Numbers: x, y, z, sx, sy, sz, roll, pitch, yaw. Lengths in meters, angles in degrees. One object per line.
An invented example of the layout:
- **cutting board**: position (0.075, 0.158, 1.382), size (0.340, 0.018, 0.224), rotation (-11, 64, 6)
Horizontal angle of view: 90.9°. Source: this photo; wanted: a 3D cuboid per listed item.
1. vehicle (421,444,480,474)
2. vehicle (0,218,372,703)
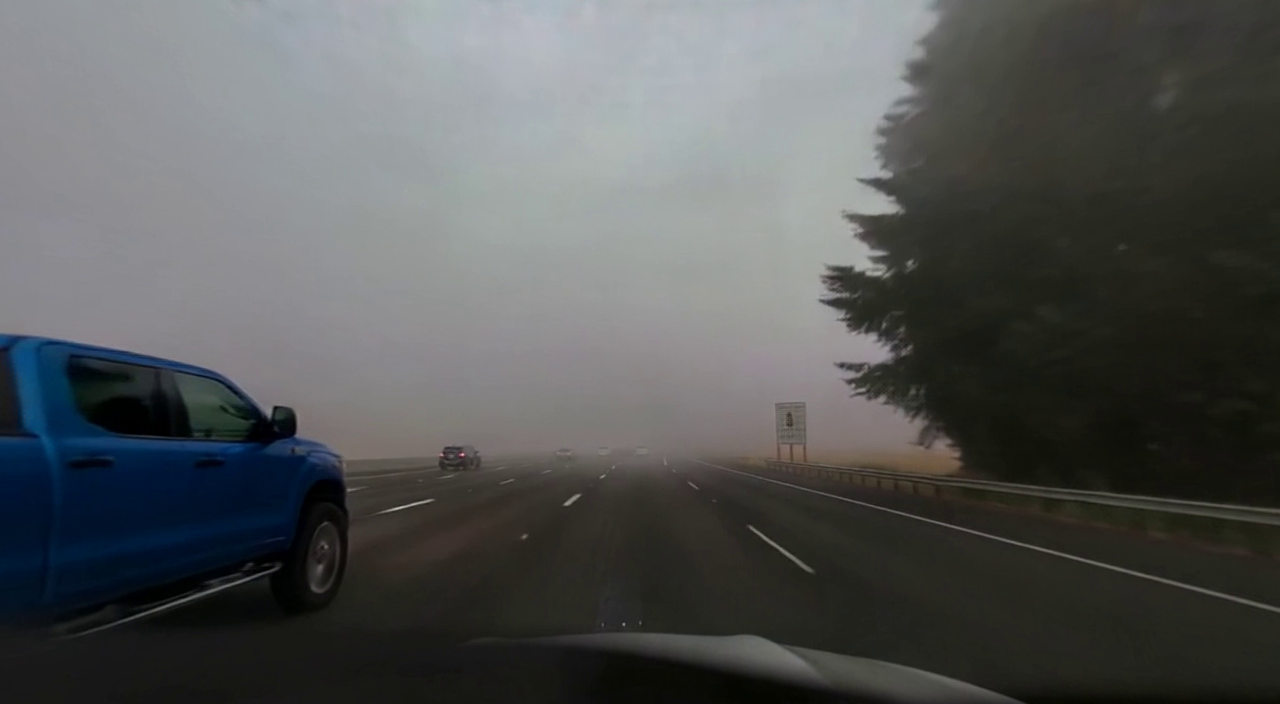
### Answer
- **vehicle**: position (-10.892, 6.160, 36.584), size (1.957, 1.565, 4.311), rotation (0, -8, 1)
- **vehicle**: position (-3.644, 0.560, 2.279), size (2.601, 2.084, 6.068), rotation (0, -8, 1)
